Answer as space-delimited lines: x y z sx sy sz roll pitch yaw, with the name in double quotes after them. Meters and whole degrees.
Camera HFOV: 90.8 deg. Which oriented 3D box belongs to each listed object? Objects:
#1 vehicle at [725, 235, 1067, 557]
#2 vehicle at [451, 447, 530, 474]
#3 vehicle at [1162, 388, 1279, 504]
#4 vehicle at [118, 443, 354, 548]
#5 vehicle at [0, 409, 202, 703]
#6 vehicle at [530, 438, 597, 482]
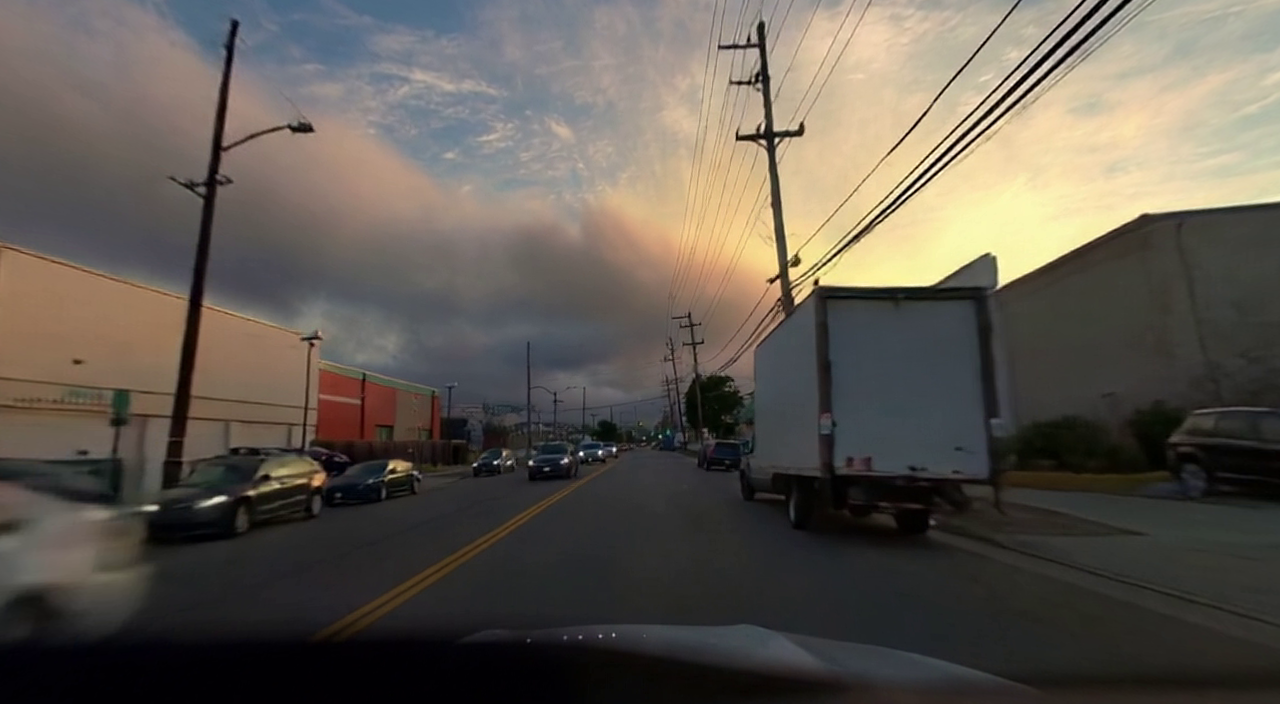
3.592 1.097 11.824 2.874 3.757 8.612 2 -9 1 "vehicle"
-10.035 7.262 42.325 4.936 1.703 1.959 3 -9 -18 "vehicle"
10.609 1.401 9.456 2.040 1.722 4.502 -1 -9 7 "vehicle"
-8.166 2.844 13.455 1.954 1.622 4.761 -5 -8 -1 "vehicle"
-3.892 0.960 2.005 2.020 1.528 4.258 -3 -9 -1 "vehicle"
-3.059 4.446 26.239 2.061 1.679 4.042 -1 -9 3 "vehicle"
